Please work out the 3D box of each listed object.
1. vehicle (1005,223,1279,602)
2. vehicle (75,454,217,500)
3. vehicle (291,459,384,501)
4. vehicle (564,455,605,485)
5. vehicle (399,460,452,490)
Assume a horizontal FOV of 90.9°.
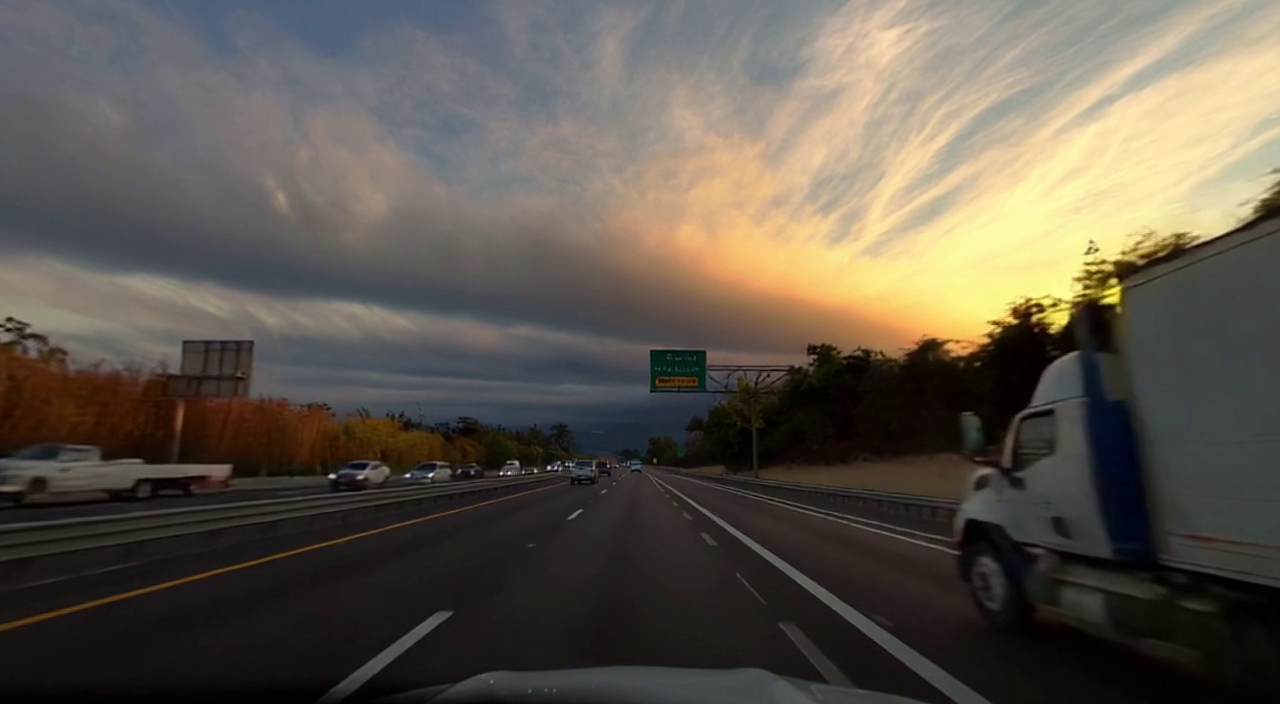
[{"bbox_3d":[7.645,0.536,5.721,3.093,3.546,9.162,1,-11,0],"label":"vehicle"},{"bbox_3d":[-19.632,4.995,25.389,1.913,1.608,4.751,1,-10,-1],"label":"vehicle"},{"bbox_3d":[-12.289,5.209,25.873,1.879,1.544,3.833,1,-10,0],"label":"vehicle"},{"bbox_3d":[-3.669,7.961,42.502,2.272,1.873,4.832,1,-10,0],"label":"vehicle"},{"bbox_3d":[-12.044,6.939,35.621,1.721,1.570,3.589,1,-10,0],"label":"vehicle"}]
